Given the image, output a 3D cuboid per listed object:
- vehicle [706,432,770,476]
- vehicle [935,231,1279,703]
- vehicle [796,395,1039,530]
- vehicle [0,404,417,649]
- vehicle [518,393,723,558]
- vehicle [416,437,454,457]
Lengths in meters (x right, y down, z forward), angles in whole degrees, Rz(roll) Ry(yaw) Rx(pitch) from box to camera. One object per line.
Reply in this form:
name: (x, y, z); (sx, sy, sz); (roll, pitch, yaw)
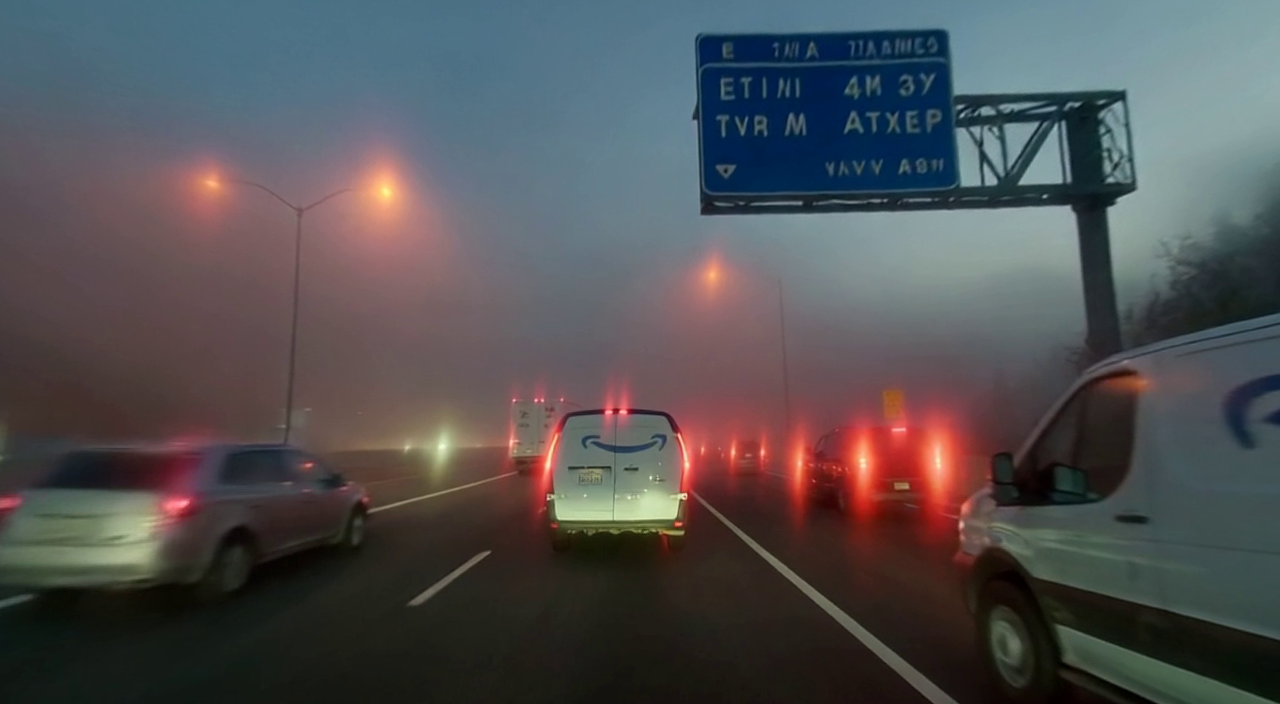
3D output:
vehicle: (4.087, 4.343, 26.964); (2.064, 1.720, 4.416); (0, -8, 0)
vehicle: (2.981, 0.530, 1.173); (2.341, 1.890, 5.144); (0, -9, 0)
vehicle: (4.834, 2.052, 12.177); (2.179, 1.999, 5.331); (1, -9, -1)
vehicle: (-4.021, 1.406, 6.165); (1.983, 1.496, 4.371); (0, -8, 1)
vehicle: (-0.210, 1.702, 9.309); (2.287, 1.823, 4.369); (0, -8, 0)
vehicle: (-15.612, 7.253, 48.126); (1.578, 1.432, 3.491); (0, -8, 1)
